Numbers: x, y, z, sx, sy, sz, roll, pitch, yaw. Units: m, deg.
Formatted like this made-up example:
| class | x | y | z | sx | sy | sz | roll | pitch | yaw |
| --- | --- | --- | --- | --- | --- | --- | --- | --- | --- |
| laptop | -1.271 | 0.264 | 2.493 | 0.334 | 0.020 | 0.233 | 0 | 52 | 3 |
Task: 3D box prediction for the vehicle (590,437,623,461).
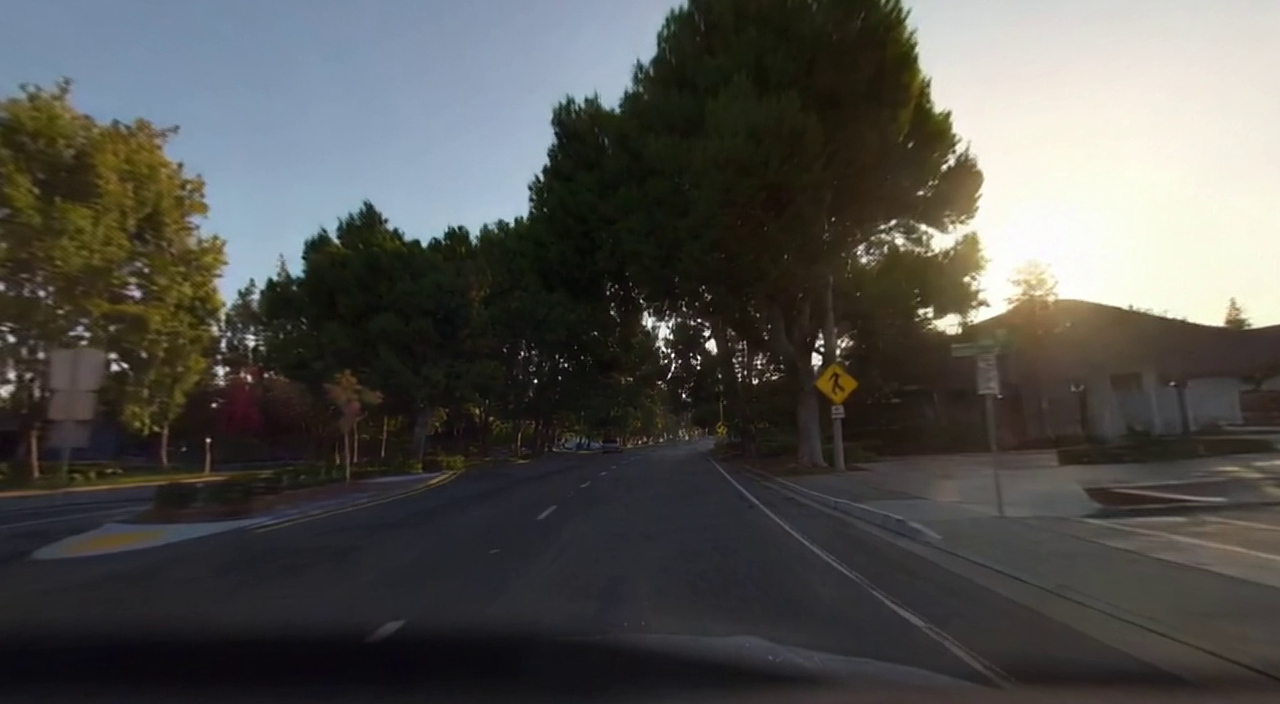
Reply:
| class | x | y | z | sx | sy | sz | roll | pitch | yaw |
| --- | --- | --- | --- | --- | --- | --- | --- | --- | --- |
| vehicle | -2.454 | 7.346 | 47.804 | 2.173 | 1.694 | 4.335 | 0 | -8 | 1 |
